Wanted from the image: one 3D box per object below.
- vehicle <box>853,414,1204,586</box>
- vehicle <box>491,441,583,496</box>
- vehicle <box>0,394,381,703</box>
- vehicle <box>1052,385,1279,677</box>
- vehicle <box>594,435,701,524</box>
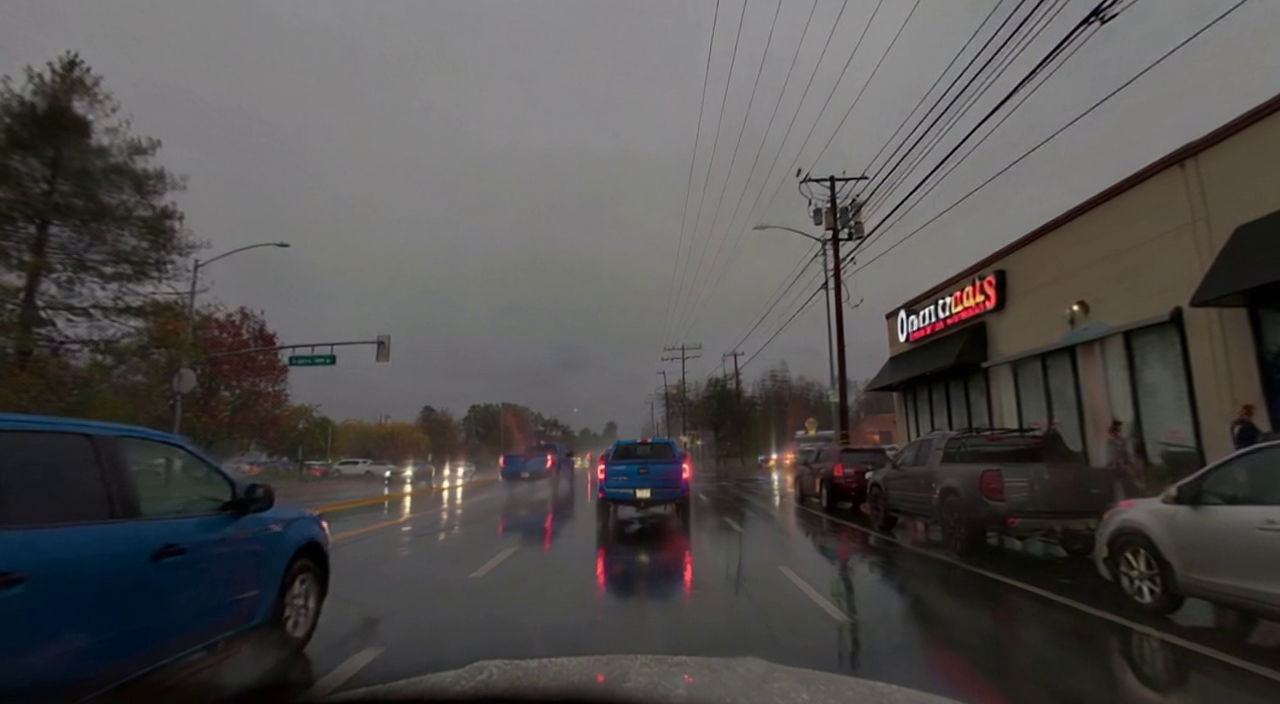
[{"bbox_3d":[4.924,1.930,9.134,2.007,1.786,4.870,0,-9,1],"label":"vehicle"},{"bbox_3d":[-3.634,4.233,23.296,2.140,1.768,5.092,0,-9,5],"label":"vehicle"},{"bbox_3d":[-3.184,1.007,2.705,1.995,1.554,4.618,0,-9,3],"label":"vehicle"},{"bbox_3d":[4.905,1.055,3.582,2.014,1.755,4.520,0,-9,0],"label":"vehicle"},{"bbox_3d":[0.250,2.860,14.713,2.089,1.699,4.650,0,-9,3],"label":"vehicle"}]
